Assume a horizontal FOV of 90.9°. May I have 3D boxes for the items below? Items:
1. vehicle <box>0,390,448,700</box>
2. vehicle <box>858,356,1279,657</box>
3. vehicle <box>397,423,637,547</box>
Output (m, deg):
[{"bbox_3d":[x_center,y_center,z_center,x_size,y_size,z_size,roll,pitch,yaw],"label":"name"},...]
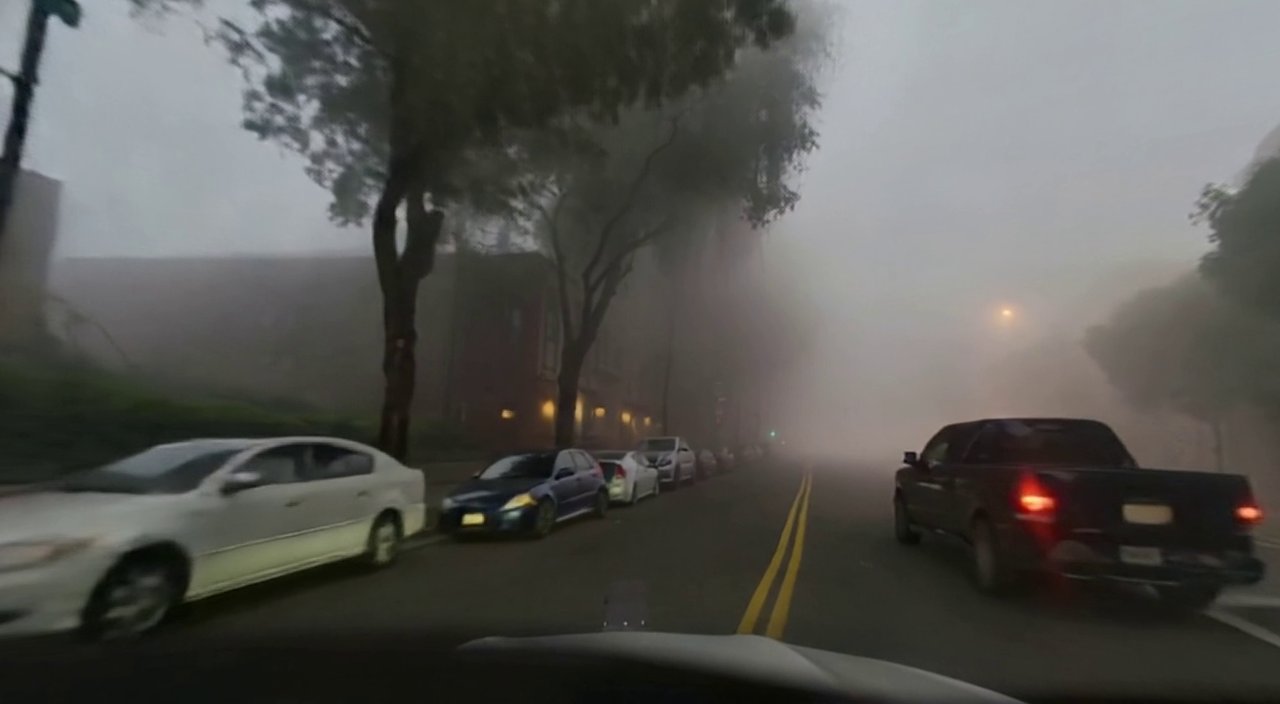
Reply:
[{"bbox_3d":[-3.787,1.367,5.616,1.922,1.628,4.291,-3,-9,15],"label":"vehicle"},{"bbox_3d":[4.327,1.424,7.046,2.411,1.899,5.993,-1,-9,8],"label":"vehicle"},{"bbox_3d":[-1.779,2.187,11.131,2.179,1.658,4.765,-3,-9,16],"label":"vehicle"}]
